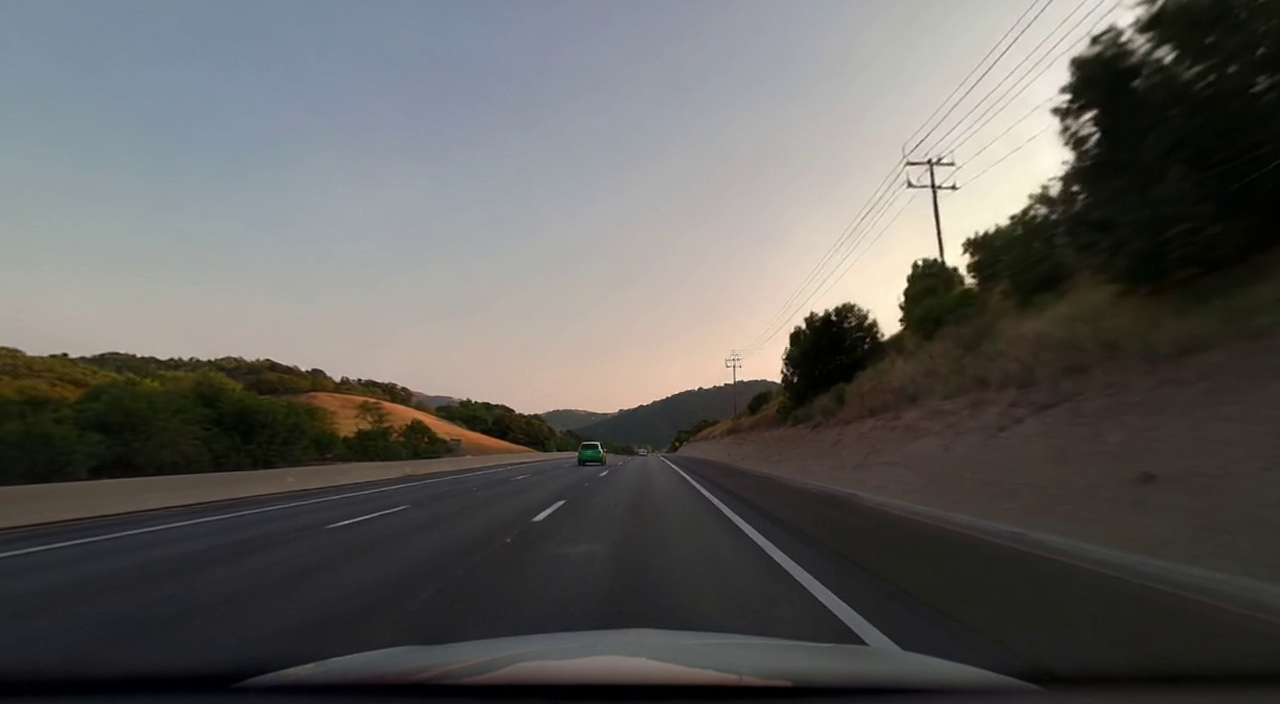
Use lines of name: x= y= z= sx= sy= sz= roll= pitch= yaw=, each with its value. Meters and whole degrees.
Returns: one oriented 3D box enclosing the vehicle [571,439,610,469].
vehicle: x=-3.197 y=6.687 z=41.603 sx=2.136 sy=1.845 sz=4.515 roll=-1 pitch=-8 yaw=1
